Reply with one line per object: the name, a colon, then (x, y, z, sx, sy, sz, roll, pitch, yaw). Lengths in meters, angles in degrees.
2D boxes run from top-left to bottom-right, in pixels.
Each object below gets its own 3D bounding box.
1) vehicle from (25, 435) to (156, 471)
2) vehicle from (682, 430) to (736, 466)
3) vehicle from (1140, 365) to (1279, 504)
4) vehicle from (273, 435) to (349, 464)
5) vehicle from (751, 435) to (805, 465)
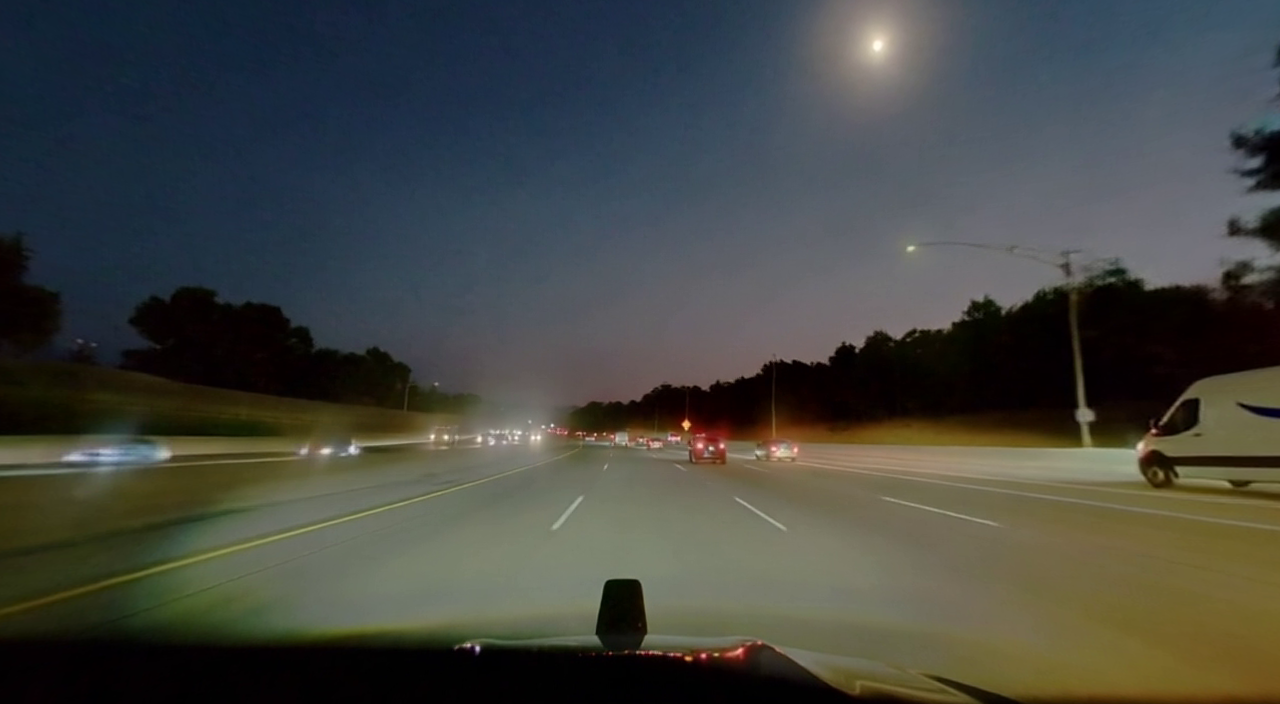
vehicle: (-25.345, 4.661, 29.358, 1.927, 1.488, 4.649, 0, -8, -1)
vehicle: (3.554, 5.010, 33.116, 2.141, 1.732, 4.279, 0, -8, -3)
vehicle: (14.203, 1.646, 12.723, 2.274, 2.802, 6.802, 0, -8, -3)
vehicle: (-17.841, 5.300, 34.465, 1.851, 1.457, 4.369, 0, -8, -1)
vehicle: (7.208, 5.184, 33.361, 1.798, 1.473, 4.077, 0, -8, -2)
